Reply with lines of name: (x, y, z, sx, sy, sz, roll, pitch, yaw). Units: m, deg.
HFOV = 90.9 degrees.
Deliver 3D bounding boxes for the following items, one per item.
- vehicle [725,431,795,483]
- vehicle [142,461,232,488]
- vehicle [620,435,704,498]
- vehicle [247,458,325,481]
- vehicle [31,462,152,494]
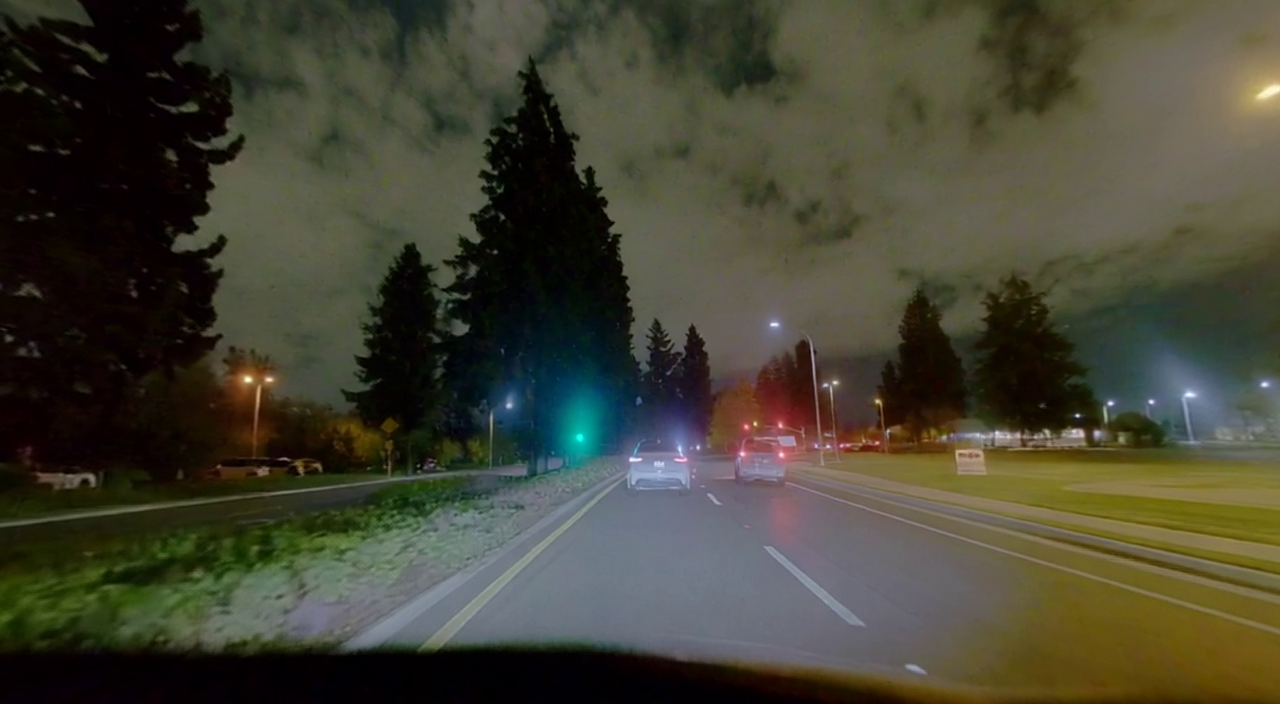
vehicle: (4.580, 4.080, 24.853, 1.953, 1.818, 5.299, -1, -8, 3)
vehicle: (-26.800, 7.242, 37.352, 4.011, 1.473, 1.913, -2, -8, 9)
vehicle: (0.620, 3.257, 18.331, 2.154, 1.585, 3.997, -1, -8, 2)
vehicle: (-25.008, 8.308, 44.638, 4.374, 1.502, 1.925, -1, -8, 5)
vehicle: (-27.929, 6.390, 32.195, 4.366, 1.486, 2.072, -1, -8, 4)
